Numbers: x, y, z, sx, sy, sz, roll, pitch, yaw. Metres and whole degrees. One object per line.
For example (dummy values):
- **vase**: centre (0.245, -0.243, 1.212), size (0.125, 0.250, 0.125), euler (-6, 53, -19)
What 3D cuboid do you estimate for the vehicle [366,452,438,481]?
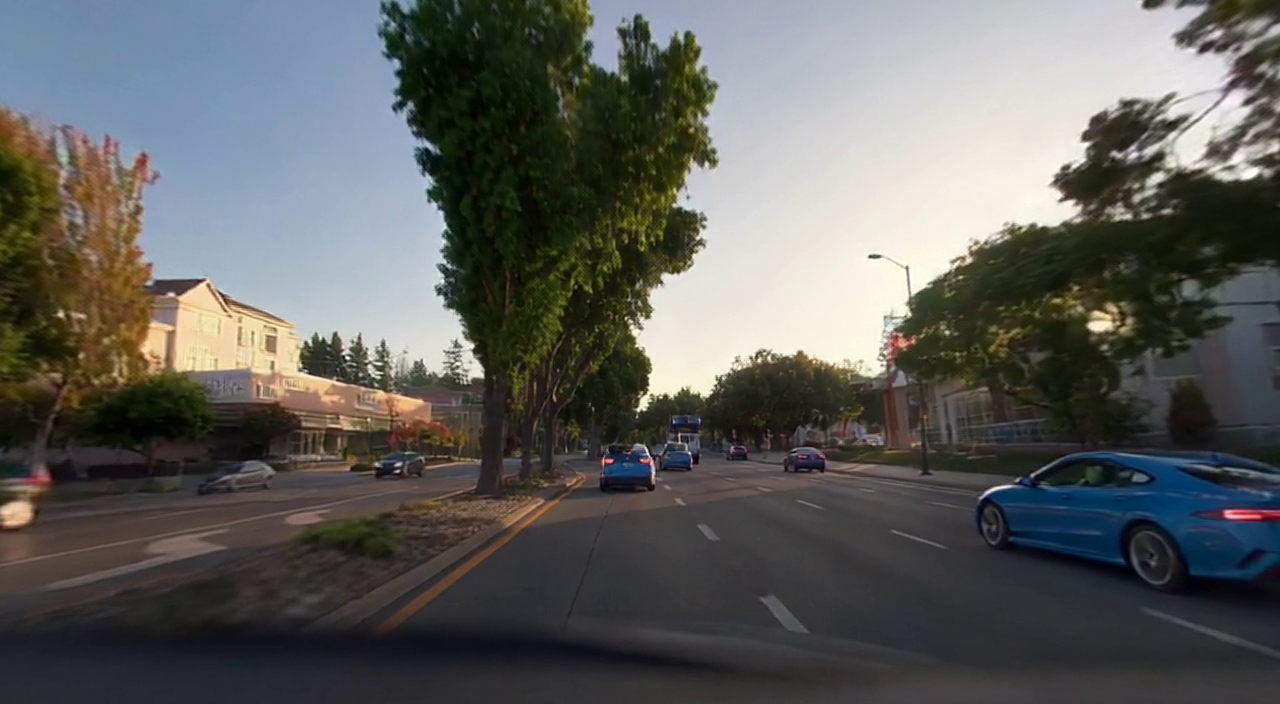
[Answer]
- **vehicle**: centre (-13.341, 6.441, 35.822), size (2.217, 1.519, 4.724), euler (0, -9, 0)

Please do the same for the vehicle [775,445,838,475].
- **vehicle**: centre (8.771, 5.751, 33.638), size (2.045, 1.484, 4.342), euler (0, -9, -2)

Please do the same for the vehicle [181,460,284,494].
- **vehicle**: centre (-19.835, 6.088, 31.048), size (1.879, 1.513, 4.466), euler (-1, -9, 4)

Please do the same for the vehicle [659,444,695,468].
- **vehicle**: centre (2.411, 6.939, 42.195), size (2.078, 1.471, 4.142), euler (0, -9, -2)

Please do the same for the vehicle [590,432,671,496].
- **vehicle**: centre (-0.302, 3.457, 19.716), size (2.266, 1.762, 4.131), euler (0, -9, -1)

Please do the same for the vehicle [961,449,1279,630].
- **vehicle**: centre (5.709, 1.709, 6.667), size (2.258, 1.294, 4.312), euler (0, -9, -2)
